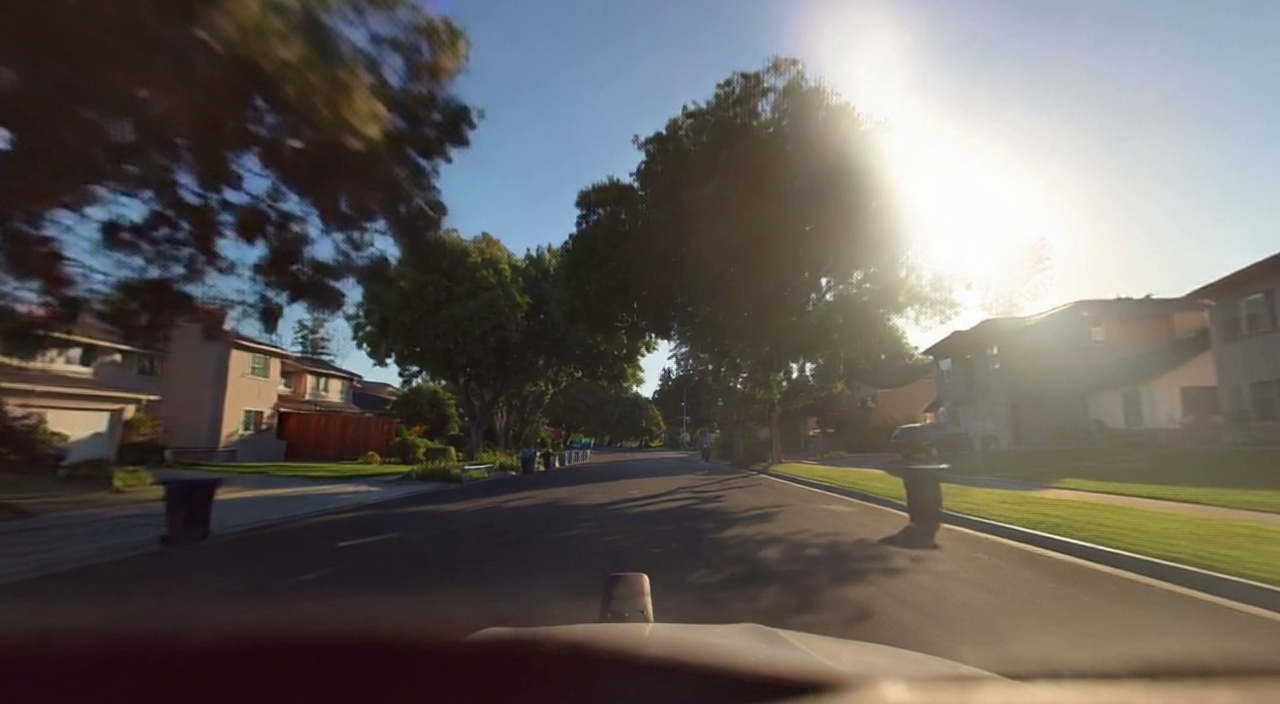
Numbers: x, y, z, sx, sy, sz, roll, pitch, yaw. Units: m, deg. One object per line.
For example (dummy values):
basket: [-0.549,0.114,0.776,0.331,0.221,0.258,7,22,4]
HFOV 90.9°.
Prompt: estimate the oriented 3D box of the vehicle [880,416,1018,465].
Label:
vehicle: [12.534,3.632,25.737,4.581,1.853,2.024,2,-8,-7]
